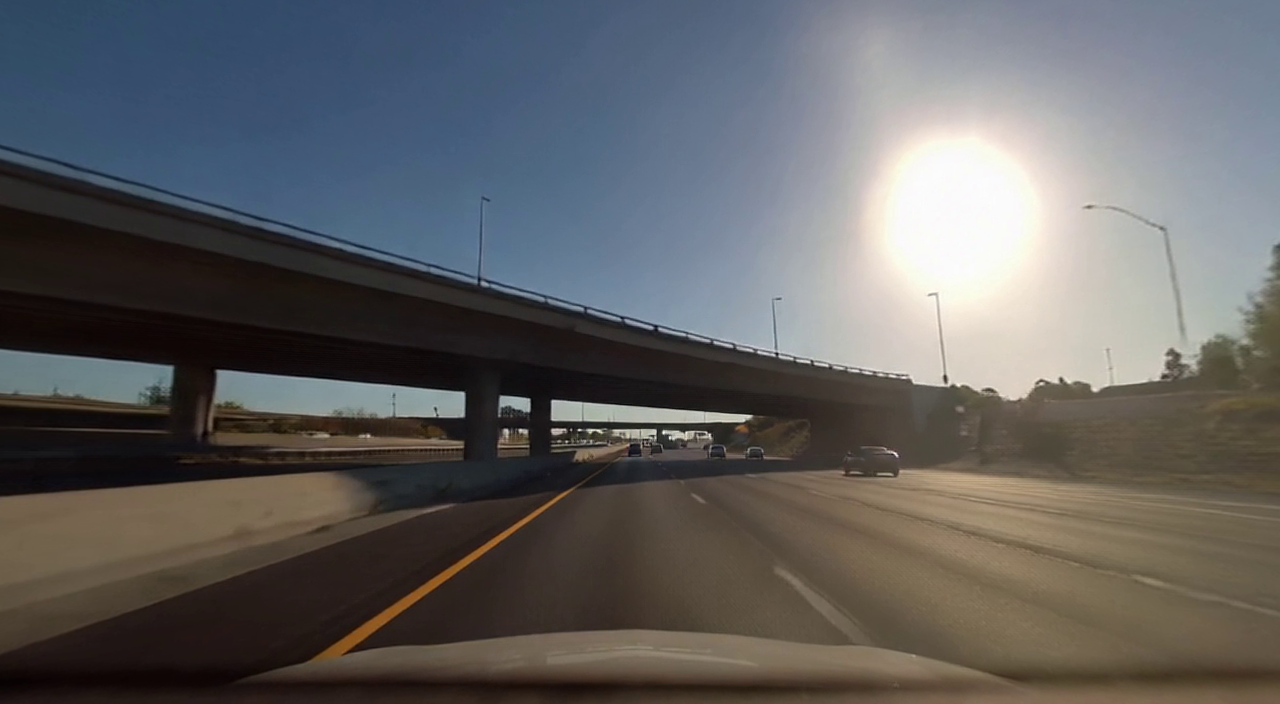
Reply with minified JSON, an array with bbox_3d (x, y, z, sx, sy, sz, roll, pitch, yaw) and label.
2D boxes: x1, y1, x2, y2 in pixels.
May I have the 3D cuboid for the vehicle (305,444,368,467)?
[{"bbox_3d":[-19.886,6.795,41.498,2.006,1.426,4.326,0,-8,0],"label":"vehicle"}]
